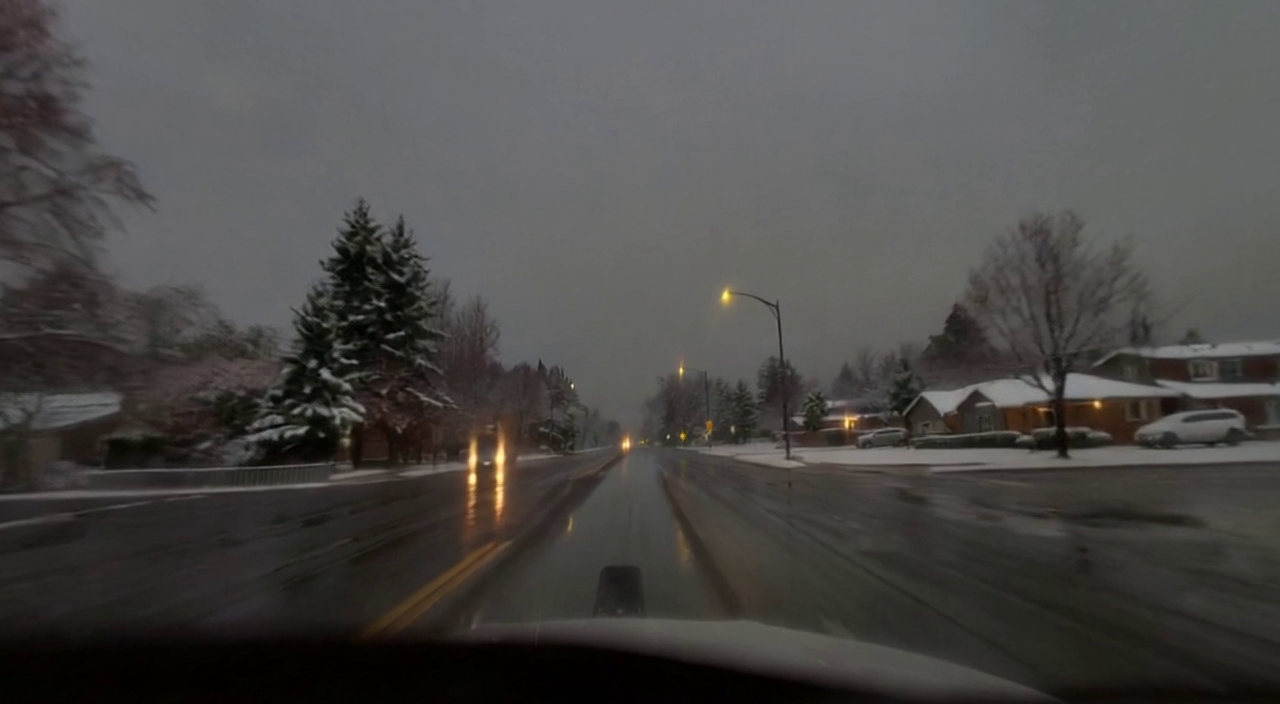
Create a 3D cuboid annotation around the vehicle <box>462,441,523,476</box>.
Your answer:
[{"bbox_3d":[-7.517,5.459,32.668,2.130,1.635,4.505,0,-8,-1],"label":"vehicle"}]

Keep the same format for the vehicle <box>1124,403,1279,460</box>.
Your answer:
[{"bbox_3d":[28.547,4.074,32.182,5.564,2.741,2.347,-1,-8,4],"label":"vehicle"}]
